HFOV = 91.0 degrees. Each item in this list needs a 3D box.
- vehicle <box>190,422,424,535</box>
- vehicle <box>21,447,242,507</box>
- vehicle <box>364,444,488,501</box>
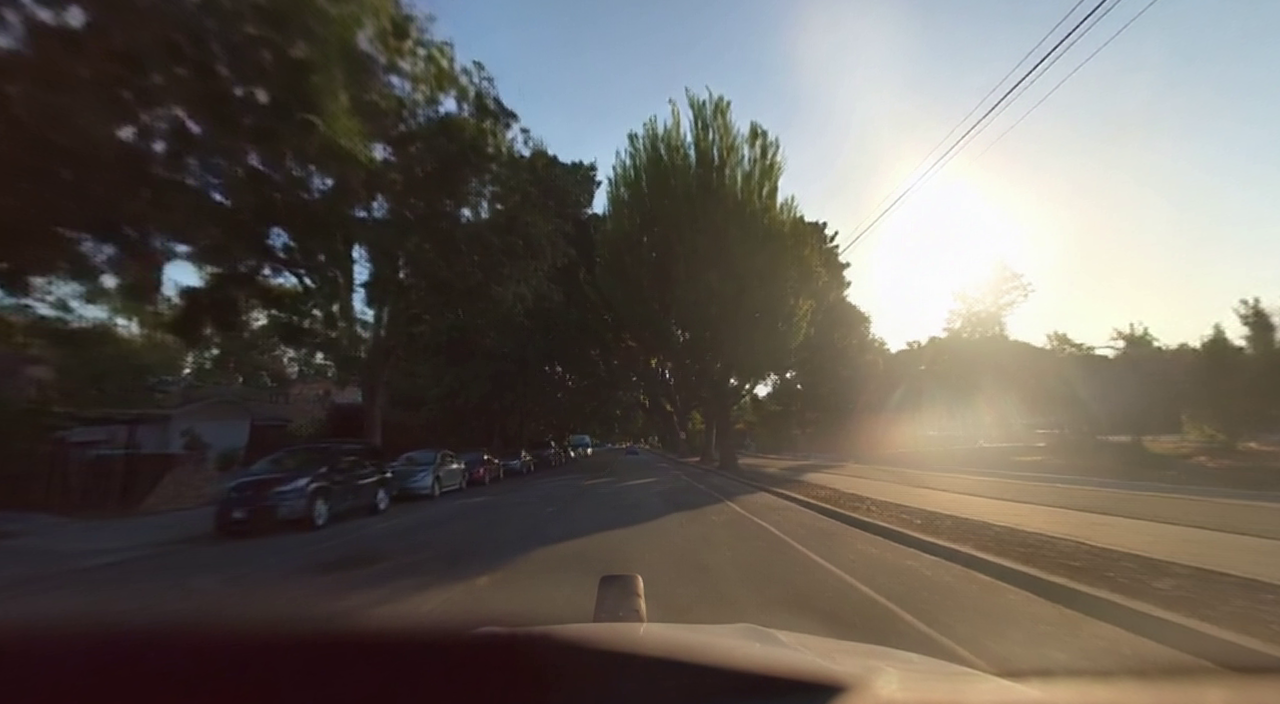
[{"bbox_3d":[-6.501,2.516,13.211,2.020,1.842,5.116,1,-8,1],"label":"vehicle"},{"bbox_3d":[-13.869,3.414,17.426,4.189,1.450,2.196,-1,-9,-1],"label":"vehicle"},{"bbox_3d":[-6.505,3.678,19.871,2.074,1.502,5.098,0,-8,0],"label":"vehicle"}]
